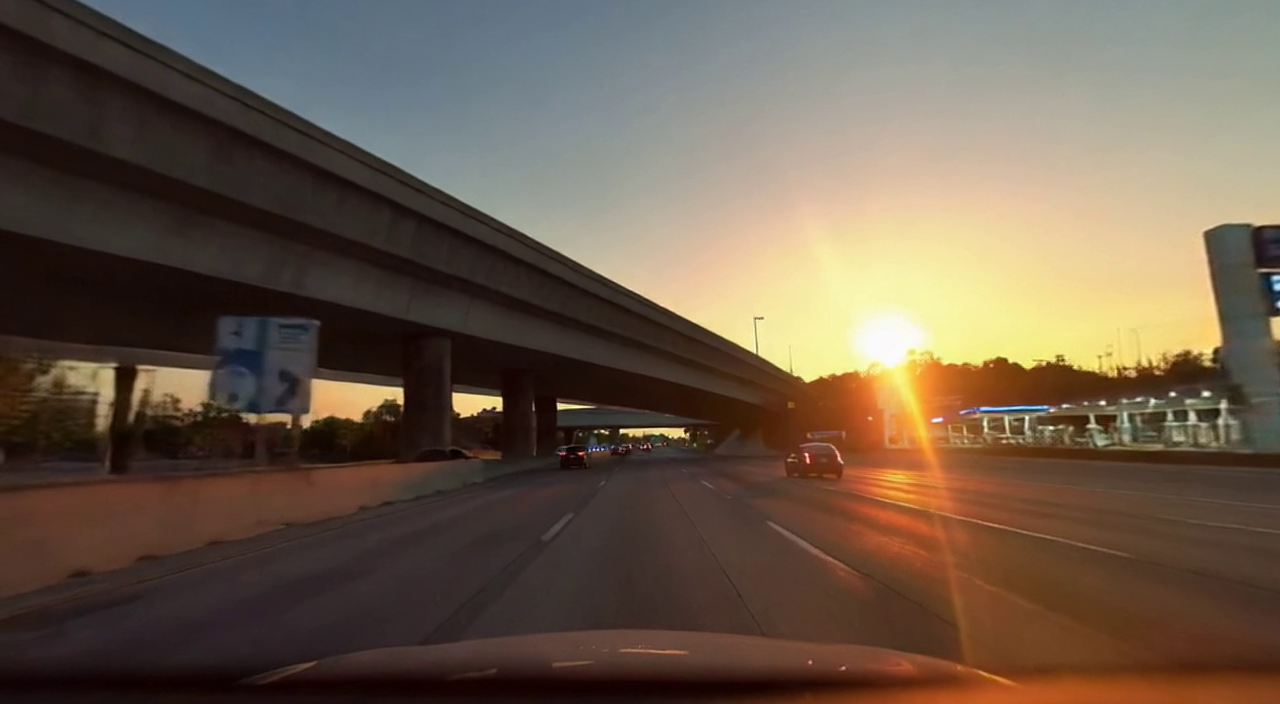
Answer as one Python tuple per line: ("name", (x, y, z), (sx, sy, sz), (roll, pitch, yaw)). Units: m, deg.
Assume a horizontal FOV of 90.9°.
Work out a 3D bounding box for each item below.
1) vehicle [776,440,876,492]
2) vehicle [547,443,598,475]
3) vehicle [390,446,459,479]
("vehicle", (5.928, 3.687, 20.779), (1.909, 1.467, 4.940), (-1, -9, 2))
("vehicle", (-3.384, 5.493, 32.583), (2.114, 1.510, 4.186), (-1, -9, 1))
("vehicle", (-10.935, 5.623, 32.365), (2.135, 1.526, 3.840), (-1, -9, 1))
